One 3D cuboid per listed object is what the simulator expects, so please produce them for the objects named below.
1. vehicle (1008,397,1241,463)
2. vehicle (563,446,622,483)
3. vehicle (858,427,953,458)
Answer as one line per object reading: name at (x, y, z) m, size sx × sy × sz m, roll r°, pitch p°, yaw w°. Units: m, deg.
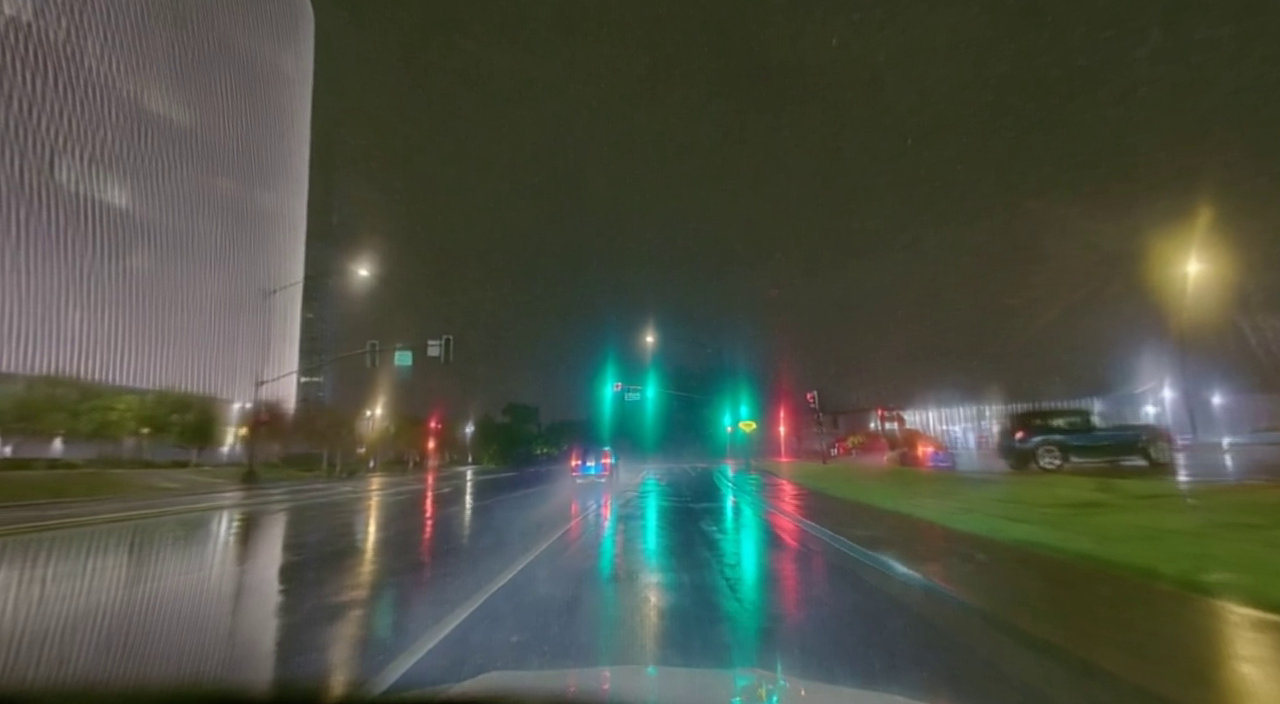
vehicle at (13.873, 2.290, 18.321) m, size 4.904 × 1.755 × 2.114 m, roll -1°, pitch -9°, yaw 2°
vehicle at (-1.992, 4.869, 27.652) m, size 1.971 × 1.486 × 4.380 m, roll -1°, pitch -9°, yaw 4°
vehicle at (14.084, 4.825, 33.574) m, size 4.120 × 1.558 × 1.959 m, roll -1°, pitch -9°, yaw 1°
